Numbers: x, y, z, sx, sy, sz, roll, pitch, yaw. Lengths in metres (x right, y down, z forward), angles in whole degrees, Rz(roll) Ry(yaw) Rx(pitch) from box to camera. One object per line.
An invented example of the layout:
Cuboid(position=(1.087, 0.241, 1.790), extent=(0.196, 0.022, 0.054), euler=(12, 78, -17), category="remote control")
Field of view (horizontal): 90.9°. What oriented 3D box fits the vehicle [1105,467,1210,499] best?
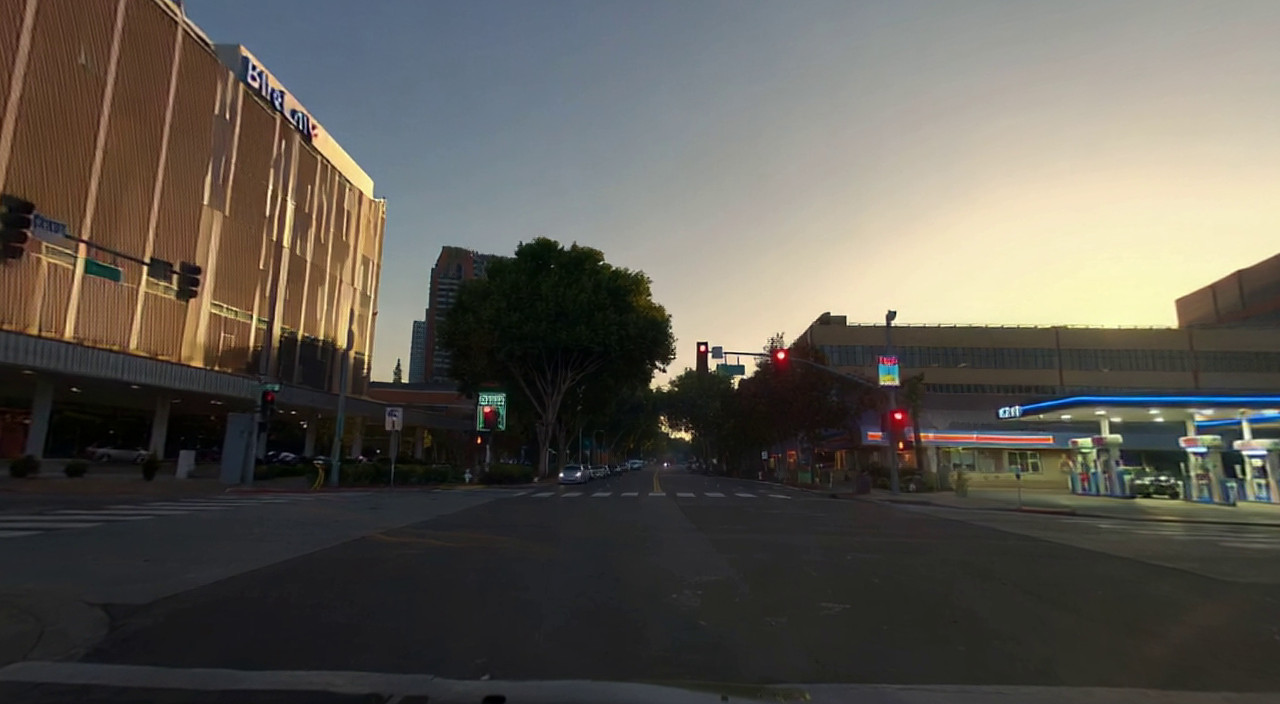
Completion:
Cuboid(position=(28.022, 7.066, 34.349), extent=(1.897, 1.466, 4.211), euler=(1, -8, -6), category="vehicle")
